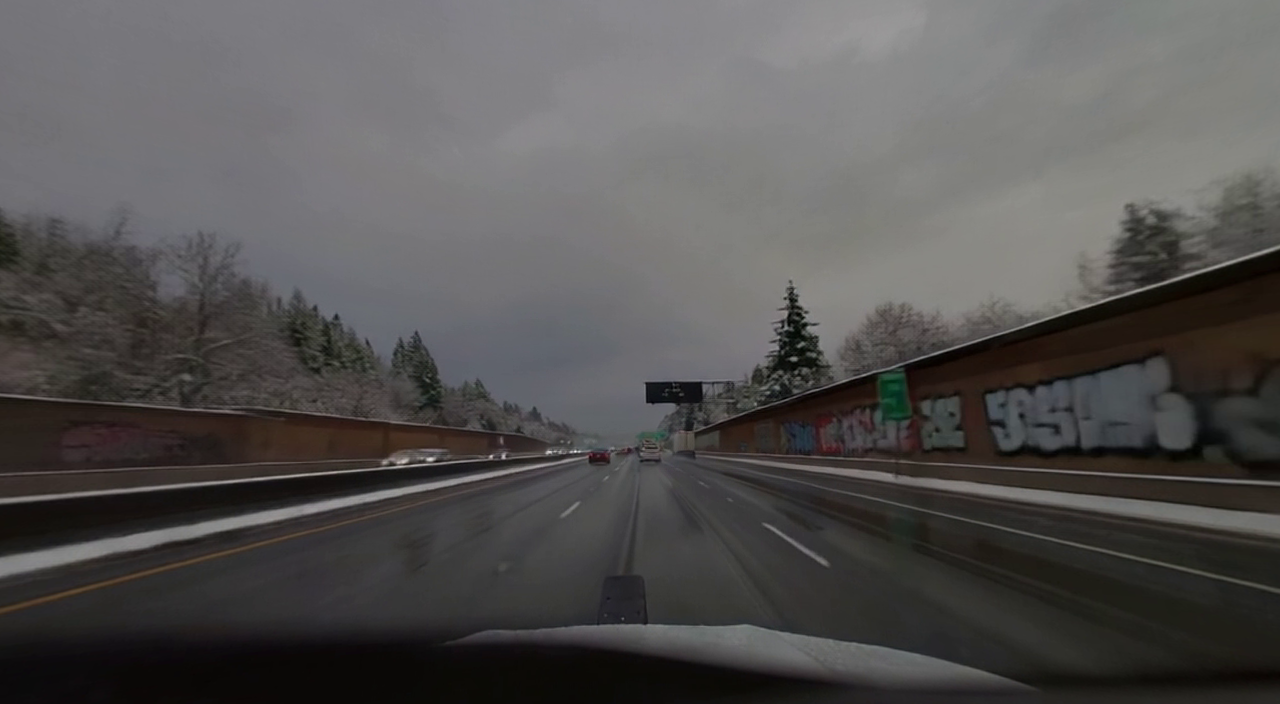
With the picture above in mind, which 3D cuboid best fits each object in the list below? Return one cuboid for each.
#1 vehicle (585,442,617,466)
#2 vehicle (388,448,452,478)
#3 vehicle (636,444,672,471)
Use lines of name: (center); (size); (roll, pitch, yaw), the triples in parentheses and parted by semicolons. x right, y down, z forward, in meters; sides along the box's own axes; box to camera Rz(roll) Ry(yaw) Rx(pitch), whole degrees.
vehicle: (-2.842, 7.635, 47.181); (2.095, 1.671, 4.193); (0, -9, 1)
vehicle: (-11.980, 6.062, 34.697); (1.844, 1.492, 4.446); (0, -9, 1)
vehicle: (0.786, 6.280, 37.759); (2.009, 1.506, 4.091); (0, -9, 0)
